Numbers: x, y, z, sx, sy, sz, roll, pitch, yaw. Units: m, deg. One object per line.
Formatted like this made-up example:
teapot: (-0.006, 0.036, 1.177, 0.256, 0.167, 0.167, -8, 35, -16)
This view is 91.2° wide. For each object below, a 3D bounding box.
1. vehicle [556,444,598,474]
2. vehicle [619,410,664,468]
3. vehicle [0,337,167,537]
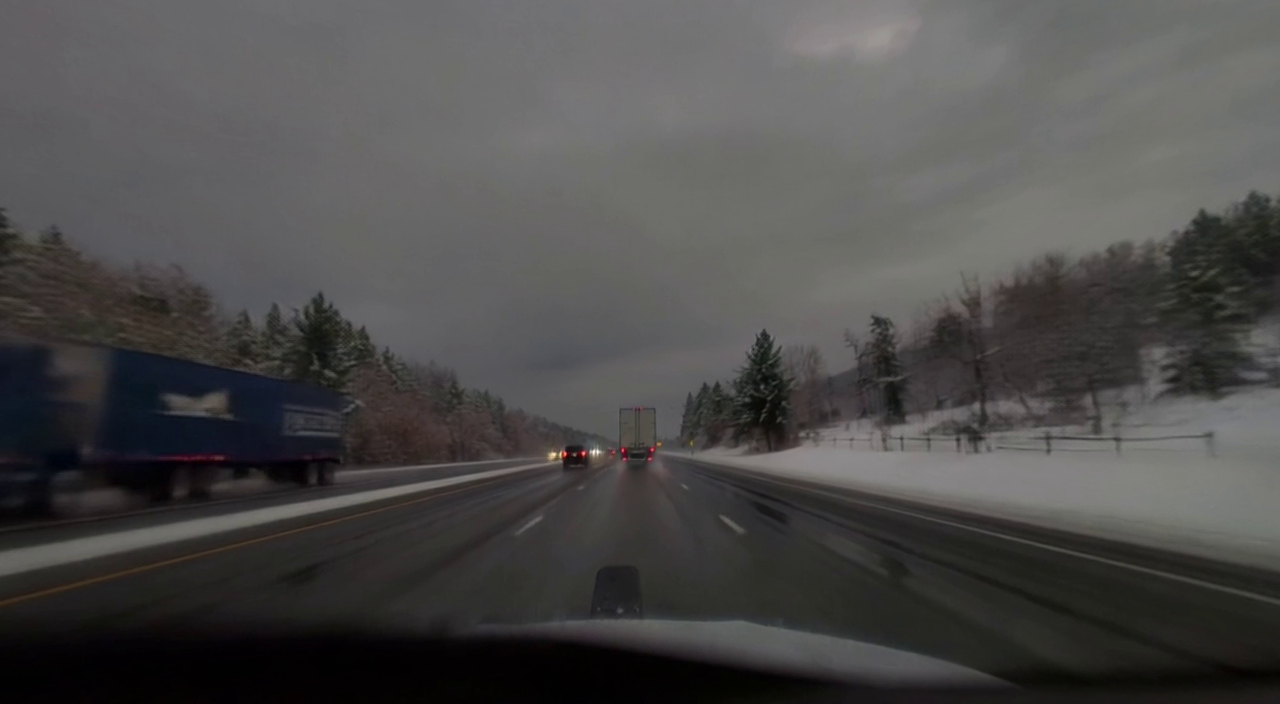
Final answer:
vehicle: (-3.700, 6.346, 37.429, 2.112, 1.645, 4.129, 0, -9, -1)
vehicle: (-0.004, 6.933, 49.429, 3.100, 4.091, 10.664, 0, -9, -1)
vehicle: (-14.874, 1.984, 14.313, 2.966, 4.134, 6.321, 0, -9, -1)
